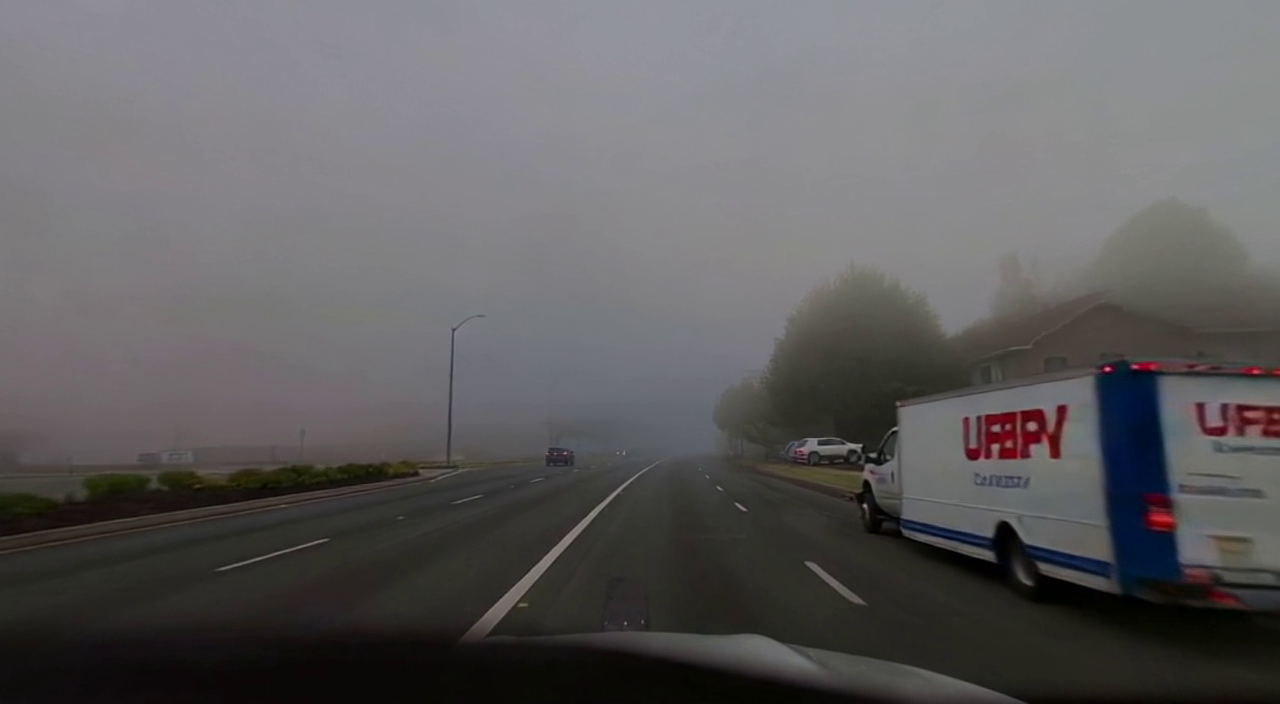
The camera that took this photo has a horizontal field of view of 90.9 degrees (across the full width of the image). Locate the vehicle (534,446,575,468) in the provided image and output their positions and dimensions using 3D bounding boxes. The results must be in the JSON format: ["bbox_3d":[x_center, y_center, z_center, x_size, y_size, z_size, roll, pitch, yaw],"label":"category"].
[{"bbox_3d":[-5.883,7.263,43.825,2.060,1.473,4.645,0,-8,1],"label":"vehicle"}]

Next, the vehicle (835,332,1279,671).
[{"bbox_3d":[4.543,1.357,7.102,2.695,2.013,6.661,0,-8,1],"label":"vehicle"}]
